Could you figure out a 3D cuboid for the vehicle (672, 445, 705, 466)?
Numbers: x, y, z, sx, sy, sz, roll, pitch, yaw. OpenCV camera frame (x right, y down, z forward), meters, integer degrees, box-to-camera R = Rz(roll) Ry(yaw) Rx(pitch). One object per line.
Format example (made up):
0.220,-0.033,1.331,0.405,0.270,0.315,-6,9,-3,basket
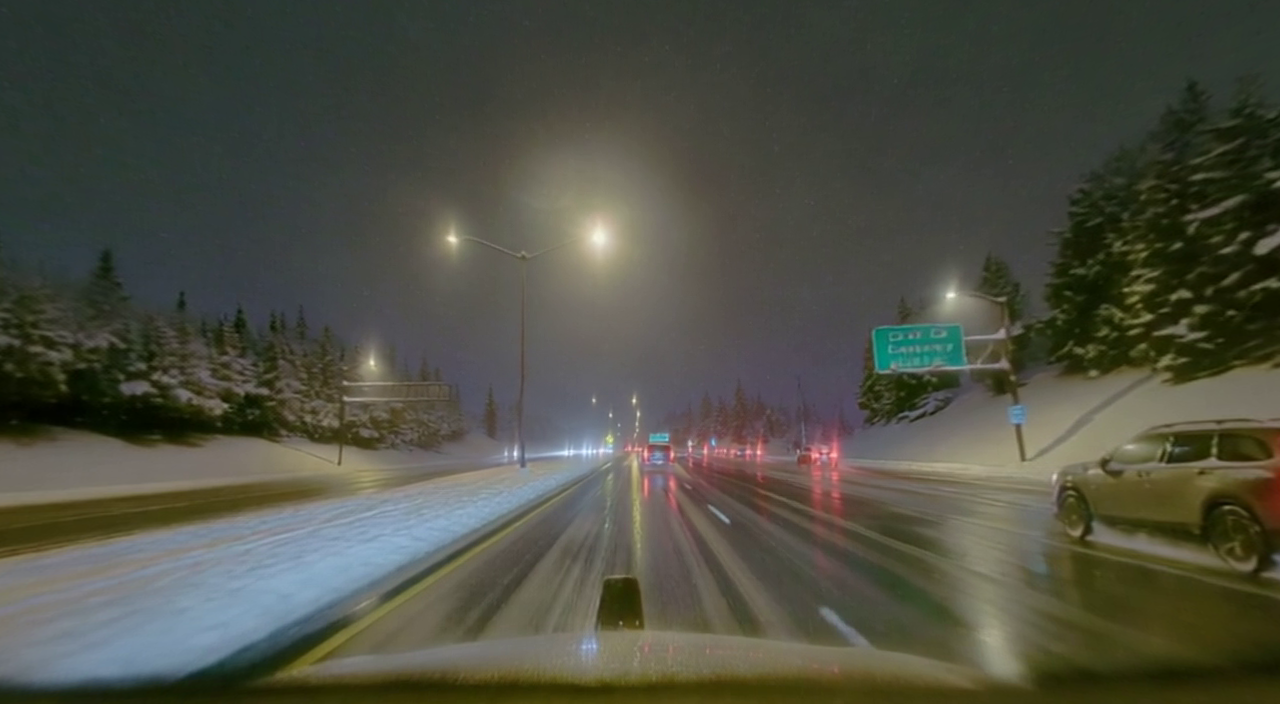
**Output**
3.433,7.439,45.434,1.993,1.427,4.204,0,-9,-1,vehicle

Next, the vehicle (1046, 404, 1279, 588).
6.918,1.479,6.811,2.027,1.679,4.543,0,-9,0,vehicle

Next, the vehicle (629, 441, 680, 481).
0.516,4.604,27.096,1.864,1.566,4.446,0,-8,-3,vehicle

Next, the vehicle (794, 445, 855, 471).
10.894,6.297,37.751,2.087,1.442,4.834,0,-8,-1,vehicle
